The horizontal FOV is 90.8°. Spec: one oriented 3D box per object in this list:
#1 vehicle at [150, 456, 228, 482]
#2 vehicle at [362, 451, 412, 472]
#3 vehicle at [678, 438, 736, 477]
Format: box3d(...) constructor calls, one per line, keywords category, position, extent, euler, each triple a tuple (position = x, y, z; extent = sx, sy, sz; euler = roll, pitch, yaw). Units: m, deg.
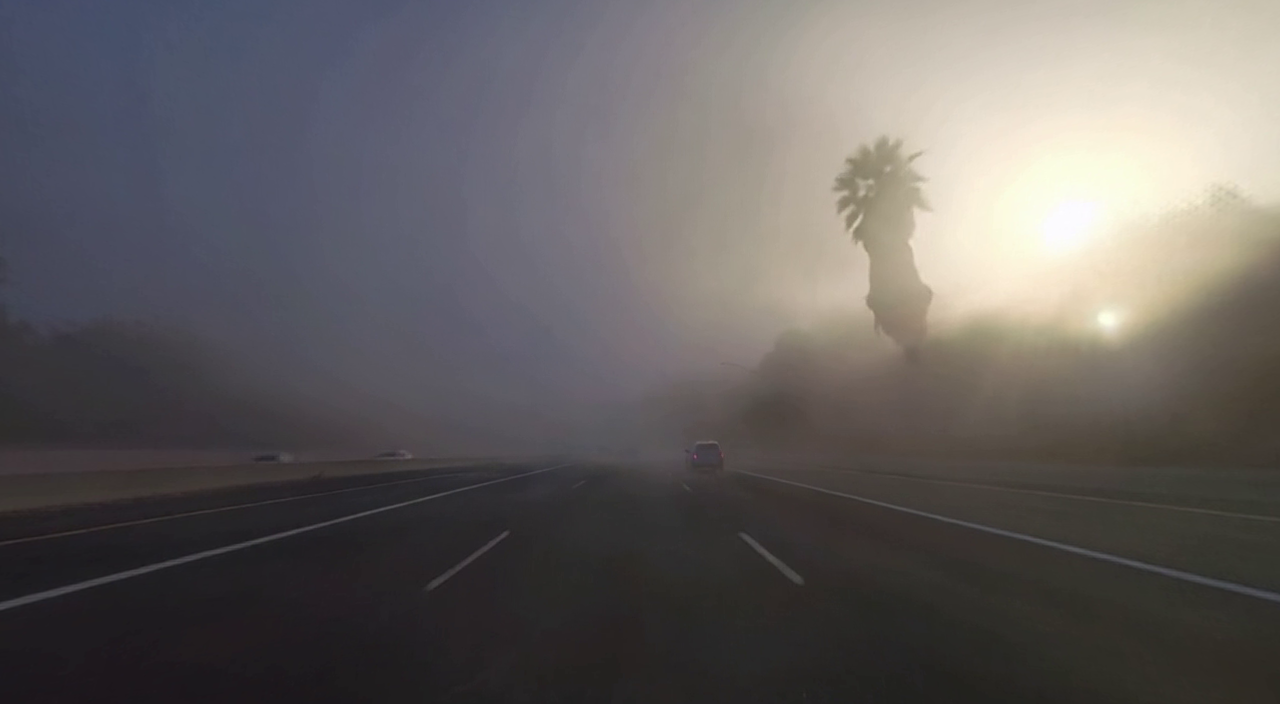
box3d(category="vehicle", position=(-31.152, 8.067, 43.810), extent=(1.980, 1.648, 4.724), euler=(0, -9, -1))
box3d(category="vehicle", position=(-19.795, 8.594, 49.650), extent=(1.954, 1.499, 4.820), euler=(0, -9, 0))
box3d(category="vehicle", position=(3.041, 4.926, 29.717), extent=(2.130, 1.677, 4.317), euler=(0, -9, -2))
